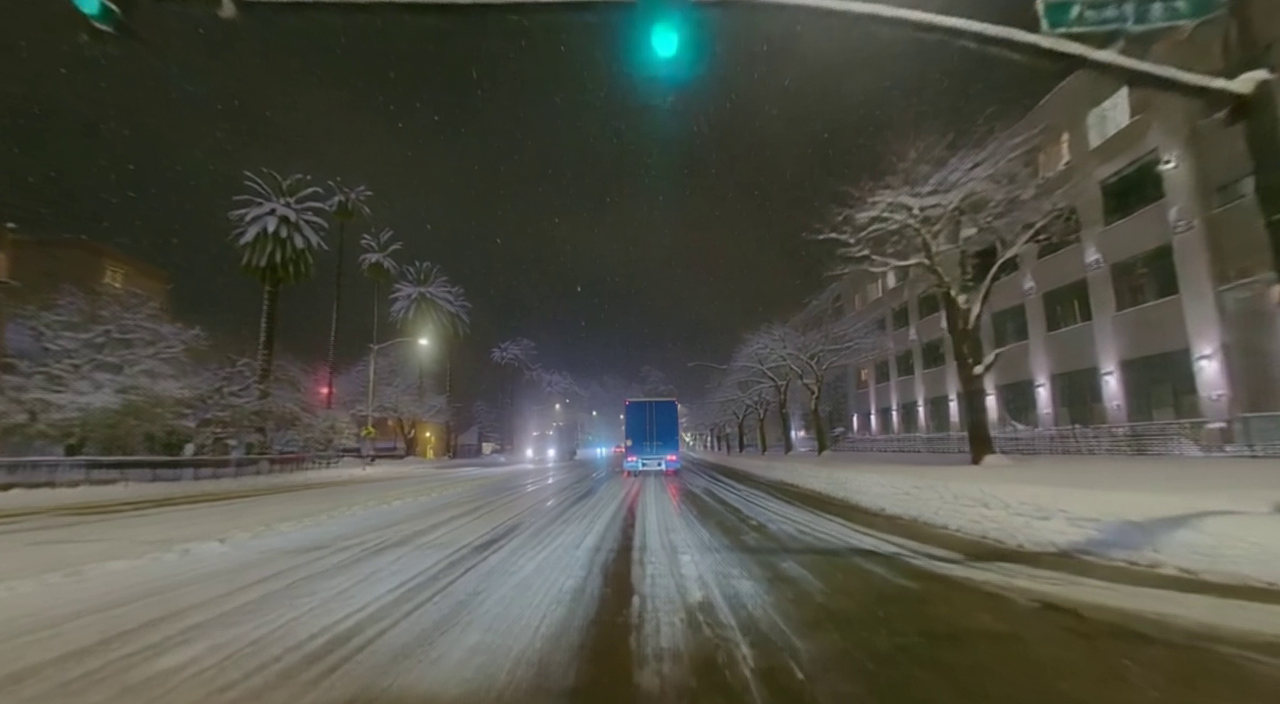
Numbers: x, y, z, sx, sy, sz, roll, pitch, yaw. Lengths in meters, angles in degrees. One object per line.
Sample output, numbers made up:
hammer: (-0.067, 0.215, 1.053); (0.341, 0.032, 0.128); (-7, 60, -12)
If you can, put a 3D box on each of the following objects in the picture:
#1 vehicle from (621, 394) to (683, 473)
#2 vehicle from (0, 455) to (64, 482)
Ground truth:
vehicle: (0.446, 4.998, 37.680); (2.992, 3.949, 11.815); (1, -8, -2)
vehicle: (-36.167, 6.736, 36.371); (3.743, 1.448, 1.780); (0, -8, 1)
